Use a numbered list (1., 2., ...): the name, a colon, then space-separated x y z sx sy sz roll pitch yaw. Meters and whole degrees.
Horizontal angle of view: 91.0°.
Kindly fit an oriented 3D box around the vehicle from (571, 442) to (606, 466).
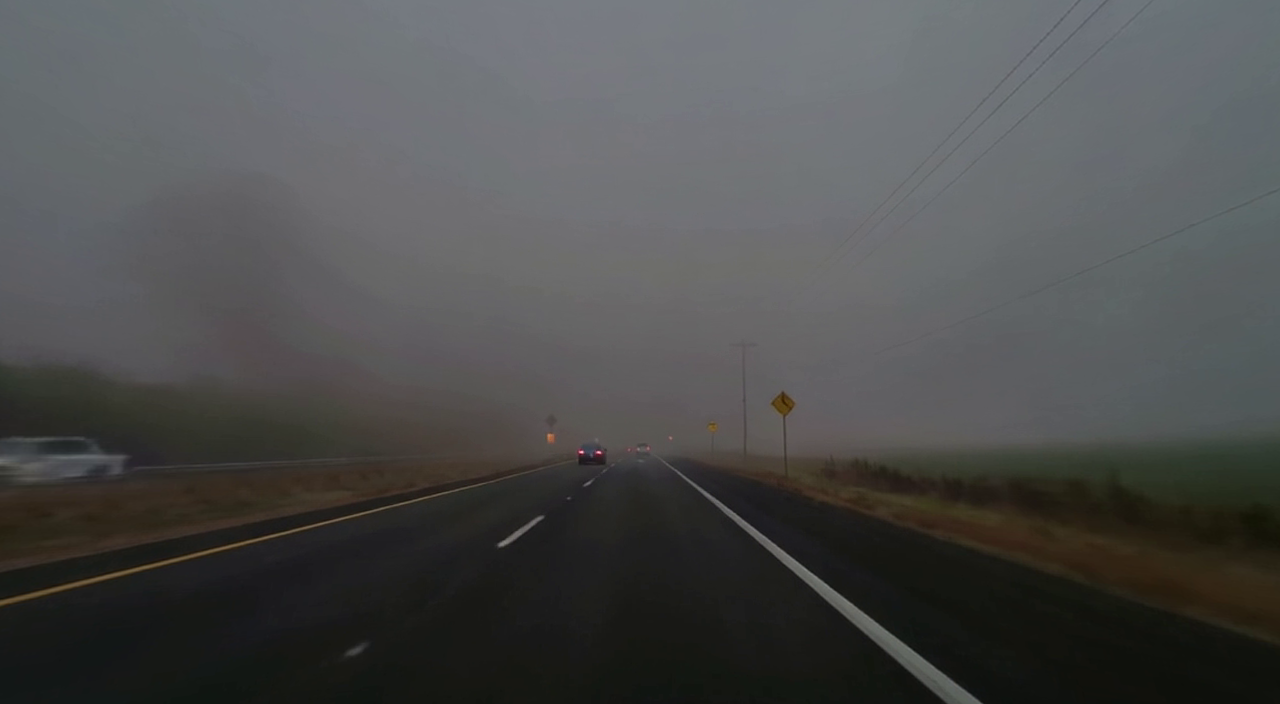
1. vehicle: -3.572 7.259 44.807 2.120 1.597 4.810 0 -9 0

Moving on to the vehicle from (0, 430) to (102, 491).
1. vehicle: -21.381 3.507 20.341 2.445 1.917 6.250 0 -9 0
